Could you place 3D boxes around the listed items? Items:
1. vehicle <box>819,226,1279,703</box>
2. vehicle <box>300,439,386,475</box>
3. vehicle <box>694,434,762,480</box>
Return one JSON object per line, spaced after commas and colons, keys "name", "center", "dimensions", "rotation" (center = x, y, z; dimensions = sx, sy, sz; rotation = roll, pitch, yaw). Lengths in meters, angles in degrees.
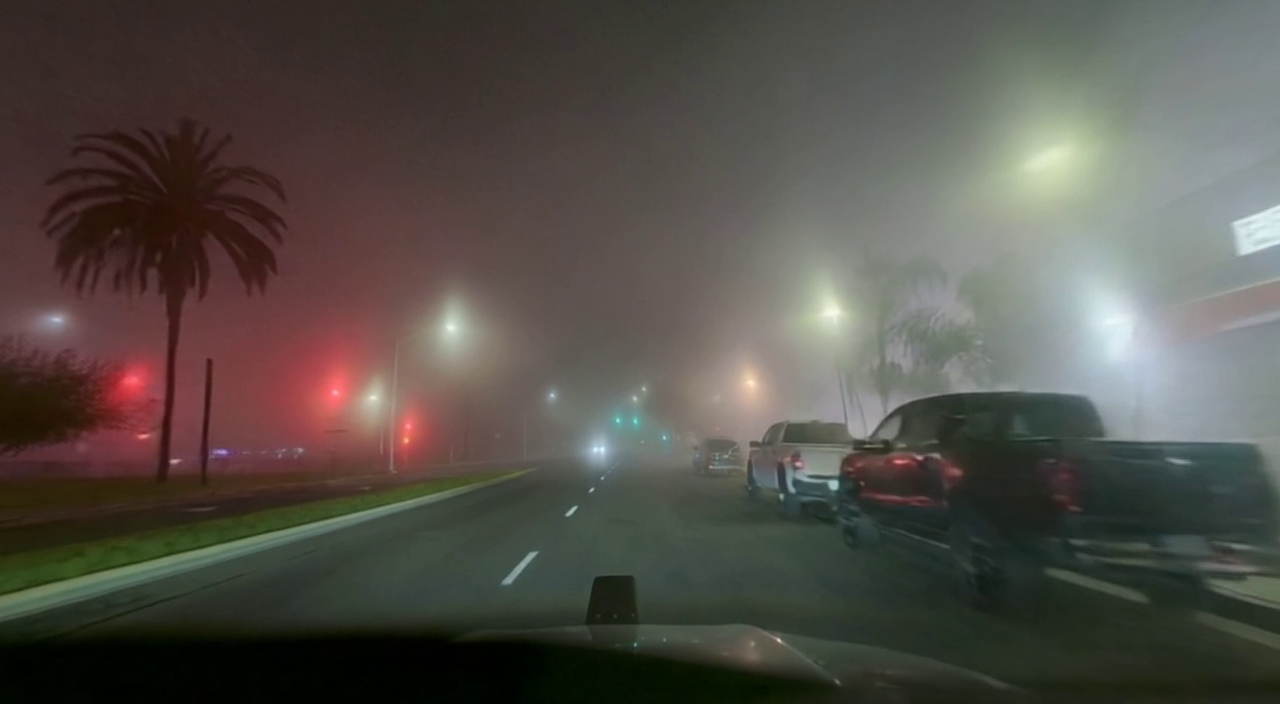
{"name": "vehicle", "center": [3.664, 0.998, 6.026], "dimensions": [2.221, 2.552, 5.594], "rotation": [0, -9, 0]}
{"name": "vehicle", "center": [-19.436, 6.822, 41.247], "dimensions": [6.167, 2.125, 2.526], "rotation": [-7, -10, 38]}
{"name": "vehicle", "center": [3.627, 4.424, 26.835], "dimensions": [2.138, 1.743, 4.363], "rotation": [0, -8, -1]}
